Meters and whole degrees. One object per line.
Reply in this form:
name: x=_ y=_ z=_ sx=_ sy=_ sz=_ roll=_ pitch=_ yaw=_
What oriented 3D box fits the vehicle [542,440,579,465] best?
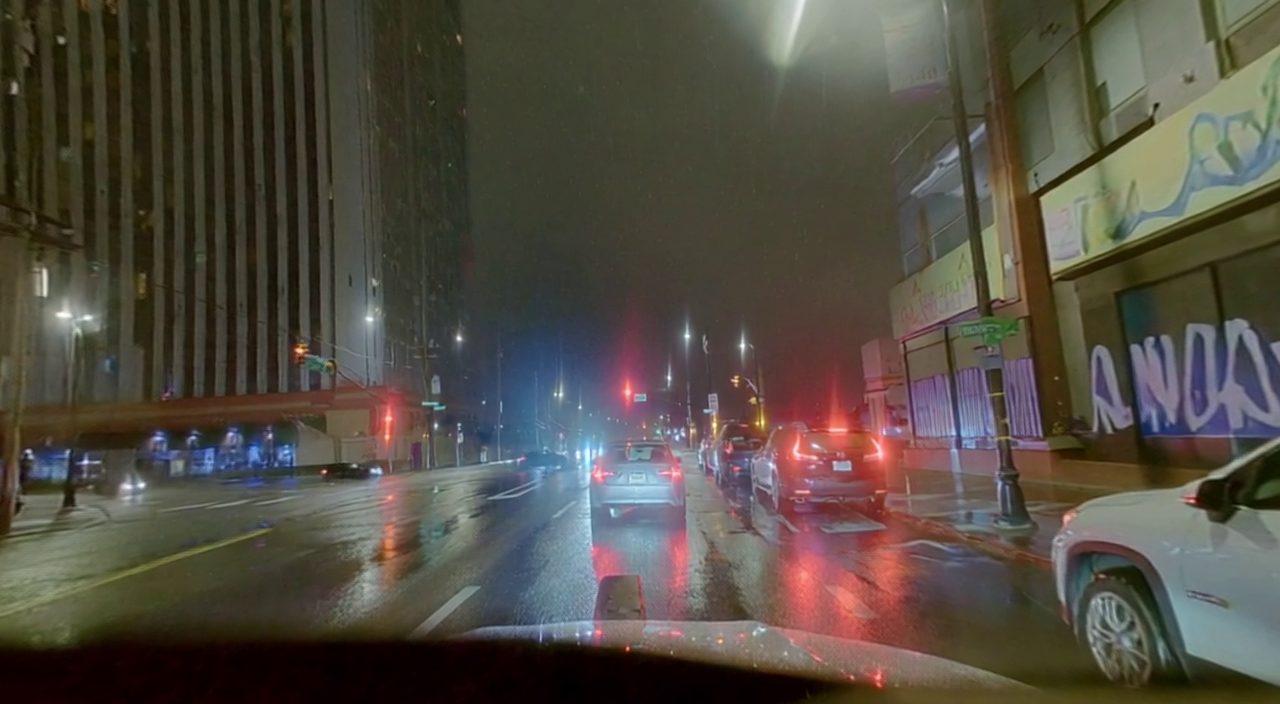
vehicle: x=-5.702 y=7.220 z=45.389 sx=2.059 sy=1.699 sz=4.252 roll=0 pitch=-8 yaw=0

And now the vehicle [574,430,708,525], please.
vehicle: x=0.048 y=2.360 z=12.389 sx=2.153 sy=1.505 sz=4.452 roll=0 pitch=-8 yaw=1

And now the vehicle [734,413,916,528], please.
vehicle: x=3.261 y=2.203 z=12.245 sx=2.060 sy=1.783 sz=4.579 roll=0 pitch=-8 yaw=-1

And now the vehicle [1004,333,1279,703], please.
vehicle: x=3.286 y=0.712 z=1.732 sx=1.938 sy=1.714 sz=4.402 roll=0 pitch=-8 yaw=1
